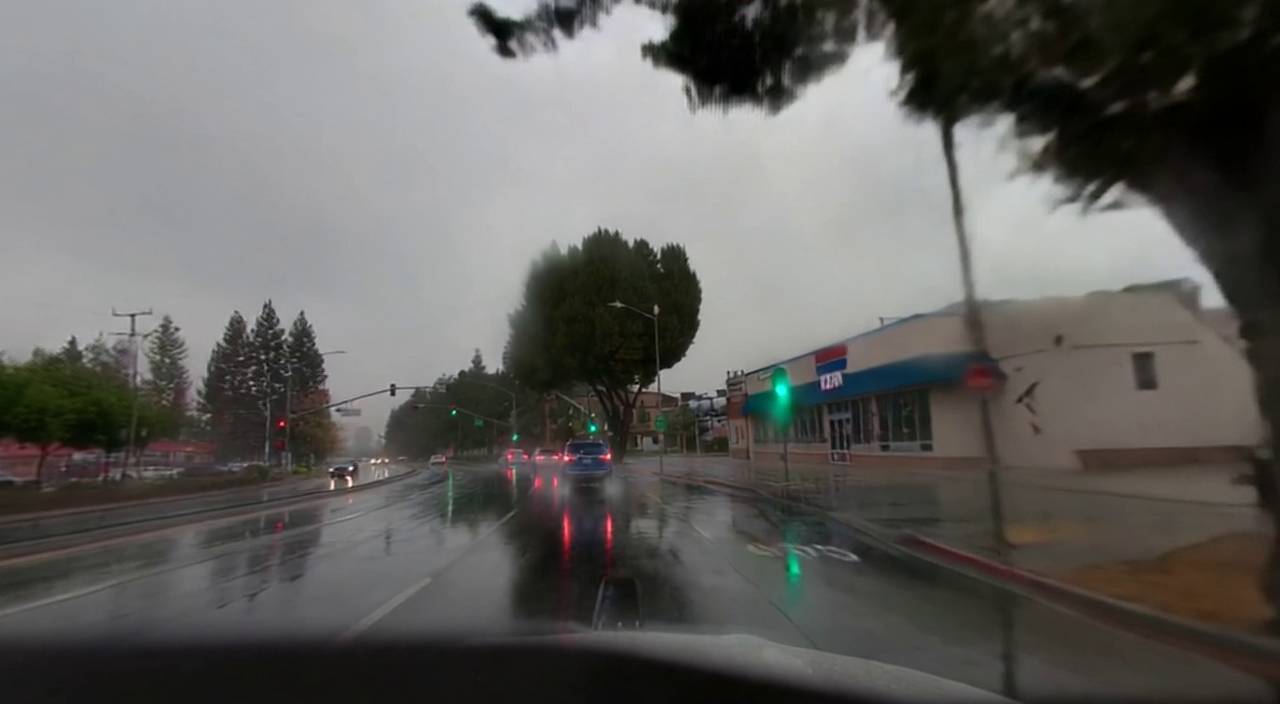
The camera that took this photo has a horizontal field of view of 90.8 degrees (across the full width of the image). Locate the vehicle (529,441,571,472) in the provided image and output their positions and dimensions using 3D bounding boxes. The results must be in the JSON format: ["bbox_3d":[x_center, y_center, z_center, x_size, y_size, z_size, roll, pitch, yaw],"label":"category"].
[{"bbox_3d":[-6.097,7.010,42.430,2.067,1.947,4.628,3,-9,-16],"label":"vehicle"}]

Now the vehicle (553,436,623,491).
[{"bbox_3d":[-1.910,3.903,22.391,2.227,1.733,3.930,1,-9,-7],"label":"vehicle"}]
